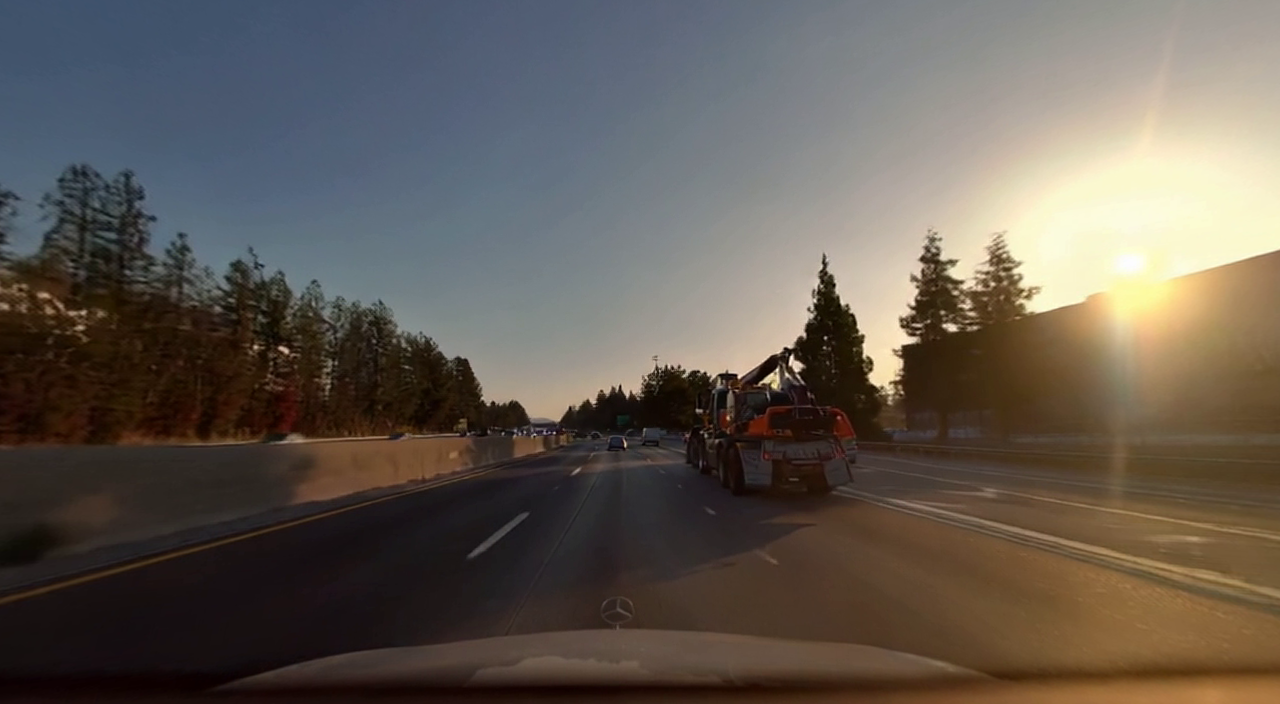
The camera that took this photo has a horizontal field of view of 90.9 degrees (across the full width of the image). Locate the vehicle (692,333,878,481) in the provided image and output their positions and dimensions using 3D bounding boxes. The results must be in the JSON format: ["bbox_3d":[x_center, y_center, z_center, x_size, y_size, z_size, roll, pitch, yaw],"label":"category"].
[{"bbox_3d":[3.475,1.712,17.684,2.833,3.180,8.004,1,-8,-4],"label":"vehicle"}]

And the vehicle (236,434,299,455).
[{"bbox_3d":[-26.651,6.630,45.220,1.939,1.438,4.486,1,-8,-3],"label":"vehicle"}]
